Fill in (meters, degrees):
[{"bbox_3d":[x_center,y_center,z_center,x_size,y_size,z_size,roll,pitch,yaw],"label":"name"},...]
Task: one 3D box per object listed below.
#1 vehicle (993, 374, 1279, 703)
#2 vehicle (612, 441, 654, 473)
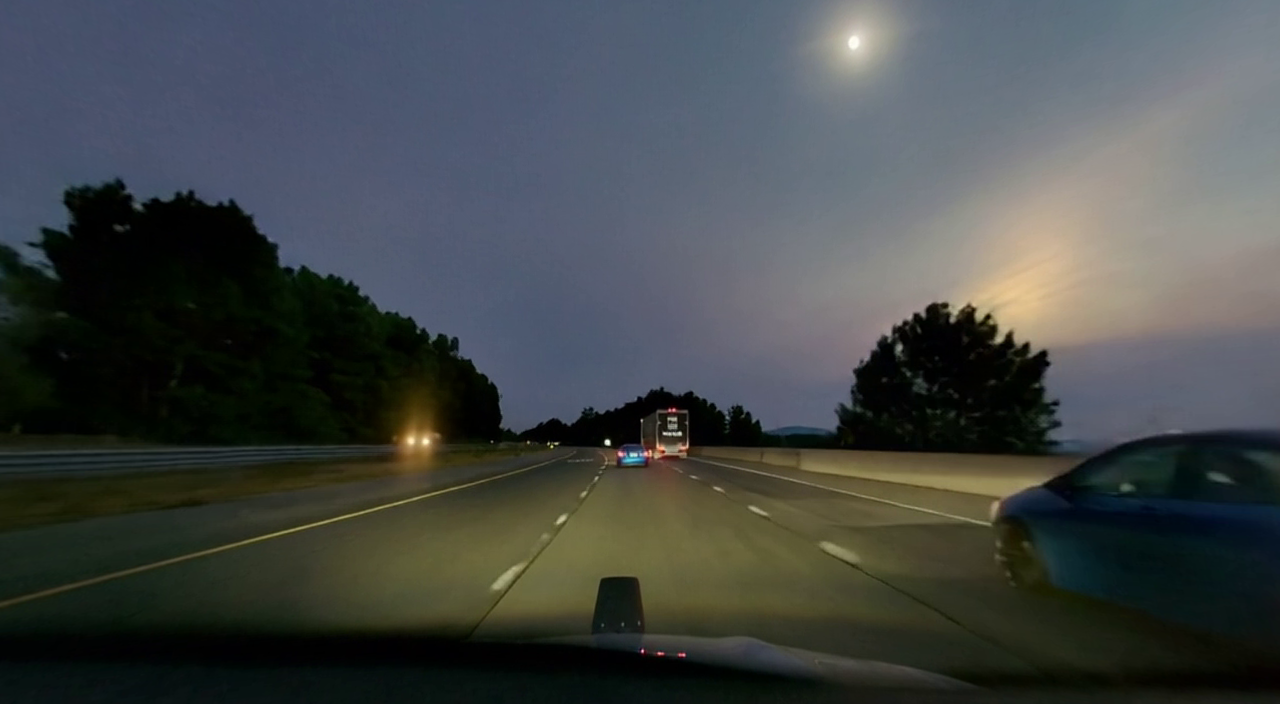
[{"bbox_3d":[3.951,0.902,2.852,1.977,1.599,4.605,0,-9,-1],"label":"vehicle"},{"bbox_3d":[-0.408,5.100,30.770,1.913,1.460,3.610,0,-9,-3],"label":"vehicle"}]
